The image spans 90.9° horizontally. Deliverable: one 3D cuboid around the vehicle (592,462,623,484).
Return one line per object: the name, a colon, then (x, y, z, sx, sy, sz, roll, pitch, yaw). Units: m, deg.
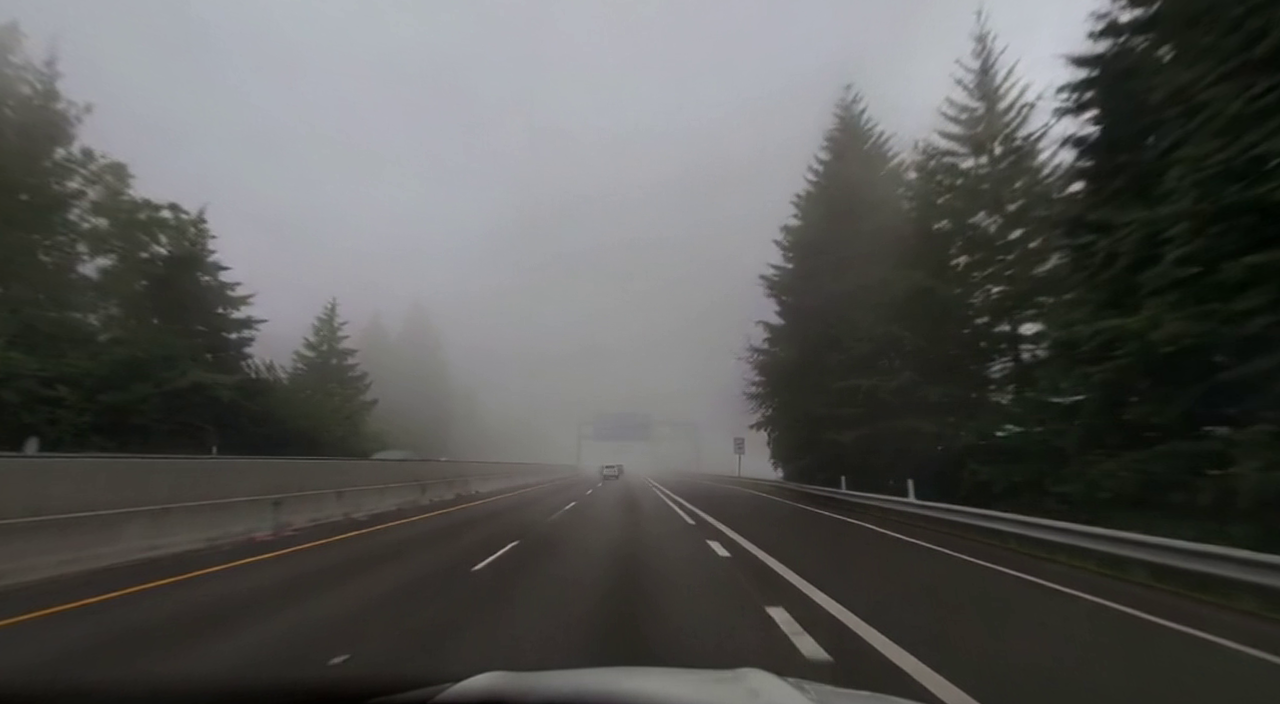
vehicle: (-2.485, 9.452, 49.417, 2.168, 1.561, 4.588, 1, -10, 0)

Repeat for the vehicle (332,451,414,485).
vehicle: (-12.523, 5.498, 29.906, 1.850, 1.425, 4.441, 1, -10, 1)
